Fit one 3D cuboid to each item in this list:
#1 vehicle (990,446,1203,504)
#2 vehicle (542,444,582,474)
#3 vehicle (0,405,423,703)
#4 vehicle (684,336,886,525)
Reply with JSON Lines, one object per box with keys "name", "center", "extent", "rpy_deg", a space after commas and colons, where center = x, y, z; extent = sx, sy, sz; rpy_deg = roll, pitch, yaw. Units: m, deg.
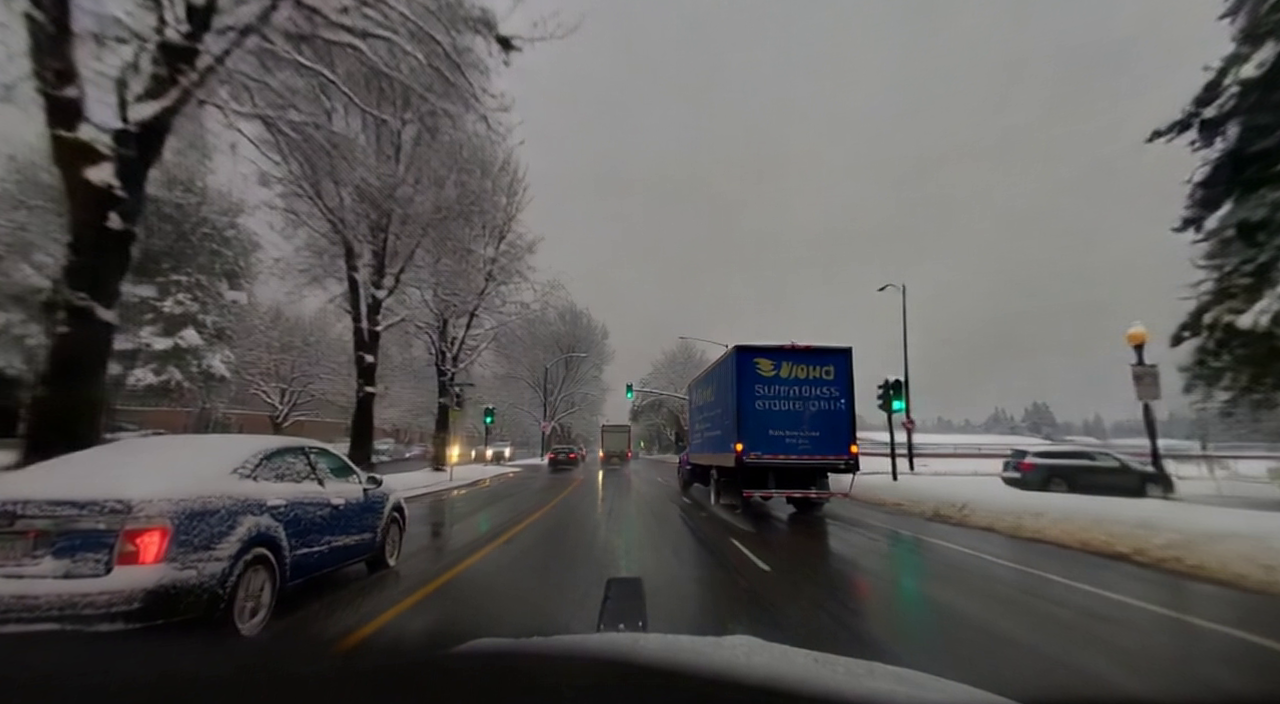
{"name": "vehicle", "center": [16.223, 4.375, 22.756], "extent": [5.670, 1.895, 2.219], "rpy_deg": [-2, -9, 15]}
{"name": "vehicle", "center": [-4.932, 6.808, 40.068], "extent": [2.388, 1.811, 4.455], "rpy_deg": [1, -9, -6]}
{"name": "vehicle", "center": [-3.458, 1.349, 5.035], "extent": [1.828, 1.515, 4.422], "rpy_deg": [0, -9, 0]}
{"name": "vehicle", "center": [3.089, 2.152, 16.405], "extent": [2.905, 3.644, 8.441], "rpy_deg": [0, -9, -2]}
